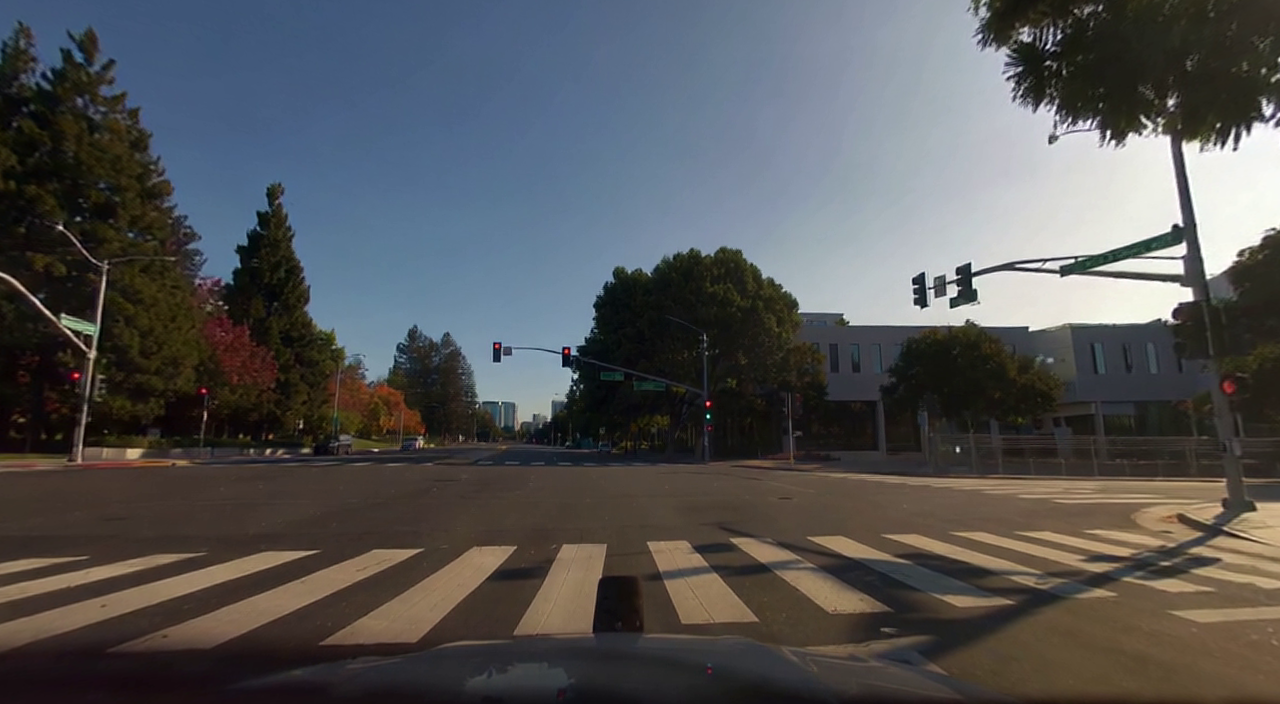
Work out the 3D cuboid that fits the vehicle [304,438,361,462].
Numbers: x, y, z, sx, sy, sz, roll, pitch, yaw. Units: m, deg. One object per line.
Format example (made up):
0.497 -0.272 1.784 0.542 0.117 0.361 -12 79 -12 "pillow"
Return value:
-19.771 6.328 40.819 1.918 1.432 4.433 1 -9 -7 "vehicle"
